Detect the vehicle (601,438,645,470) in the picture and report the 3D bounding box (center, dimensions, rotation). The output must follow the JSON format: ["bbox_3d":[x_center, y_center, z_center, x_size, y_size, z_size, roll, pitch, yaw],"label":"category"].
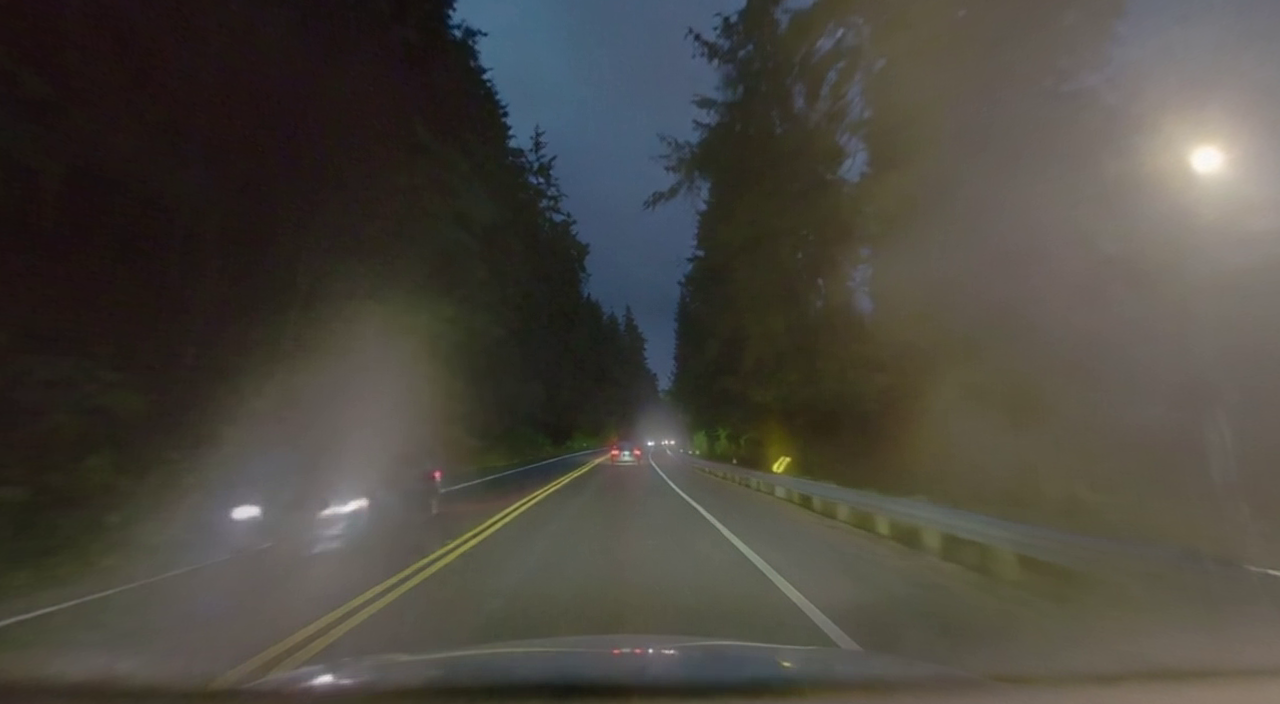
[{"bbox_3d":[-0.892,5.206,32.457,2.120,1.491,4.349,-1,-9,-2],"label":"vehicle"}]

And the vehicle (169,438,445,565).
[{"bbox_3d":[-4.963,2.249,10.286,2.200,1.588,4.150,-1,-9,1],"label":"vehicle"}]
